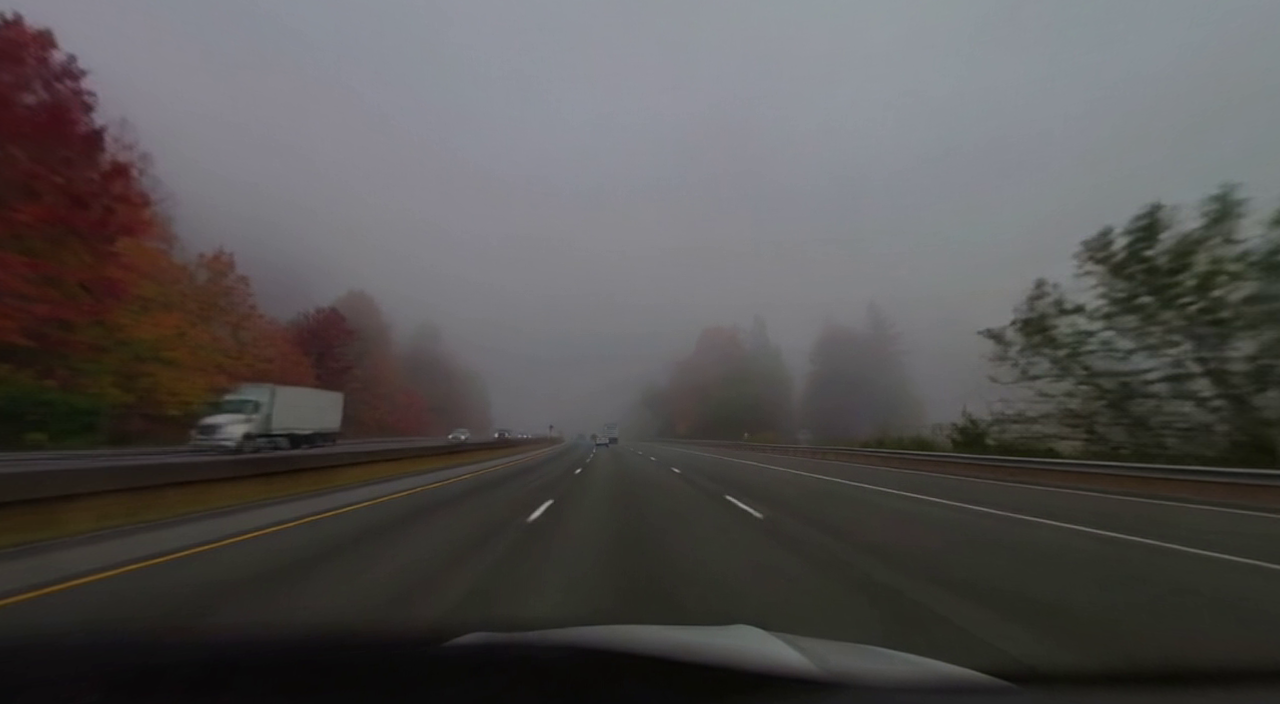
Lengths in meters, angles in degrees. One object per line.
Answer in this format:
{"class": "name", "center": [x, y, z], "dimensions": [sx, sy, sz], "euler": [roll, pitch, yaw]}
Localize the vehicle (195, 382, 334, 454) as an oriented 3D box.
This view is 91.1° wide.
{"class": "vehicle", "center": [-22.471, 4.191, 38.513], "dimensions": [3.025, 3.847, 9.441], "euler": [0, -8, -3]}
